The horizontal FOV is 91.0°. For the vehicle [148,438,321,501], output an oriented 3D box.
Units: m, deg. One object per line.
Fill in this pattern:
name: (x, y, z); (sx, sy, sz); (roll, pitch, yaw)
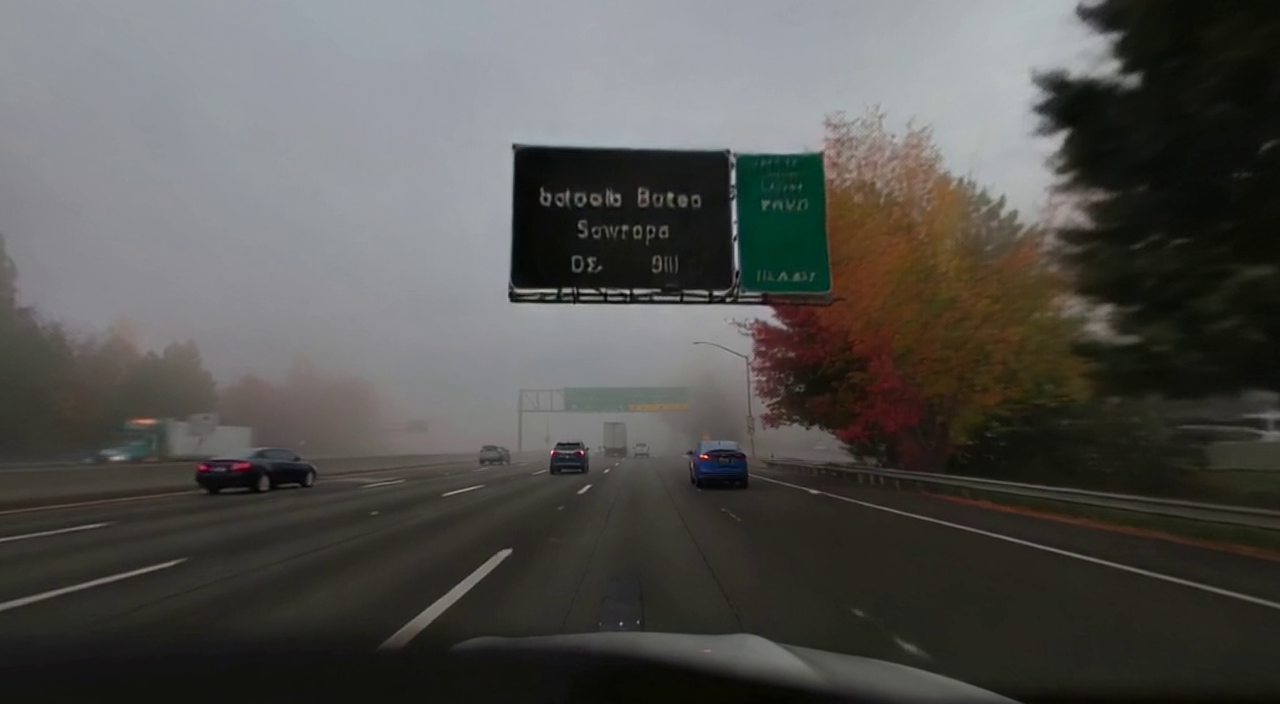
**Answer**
vehicle: (-11.010, 3.195, 17.548); (1.919, 1.509, 4.265); (1, -9, 1)

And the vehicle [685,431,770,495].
vehicle: (2.621, 3.468, 19.942); (2.101, 1.742, 4.495); (1, -9, 1)

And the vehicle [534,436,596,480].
vehicle: (-3.176, 4.599, 27.600); (2.111, 1.742, 4.315); (0, -9, 1)

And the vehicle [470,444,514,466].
vehicle: (-10.717, 7.516, 45.988); (2.006, 1.509, 4.634); (0, -9, 1)
